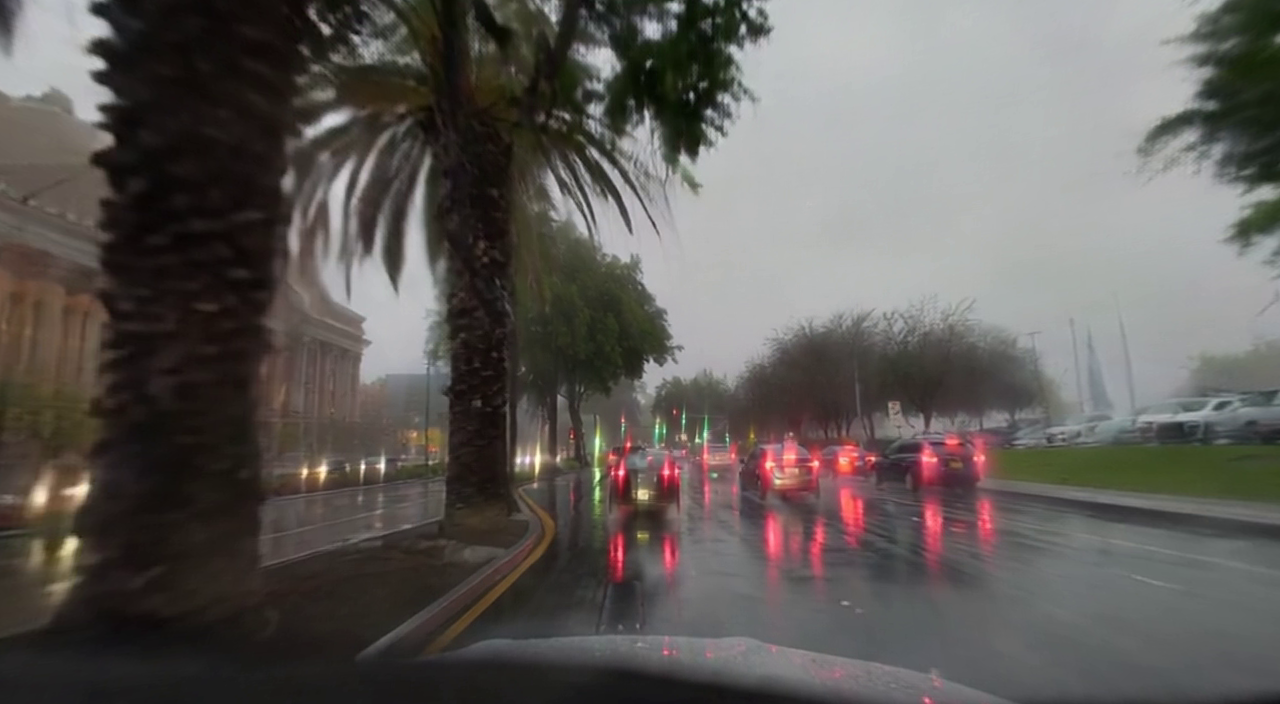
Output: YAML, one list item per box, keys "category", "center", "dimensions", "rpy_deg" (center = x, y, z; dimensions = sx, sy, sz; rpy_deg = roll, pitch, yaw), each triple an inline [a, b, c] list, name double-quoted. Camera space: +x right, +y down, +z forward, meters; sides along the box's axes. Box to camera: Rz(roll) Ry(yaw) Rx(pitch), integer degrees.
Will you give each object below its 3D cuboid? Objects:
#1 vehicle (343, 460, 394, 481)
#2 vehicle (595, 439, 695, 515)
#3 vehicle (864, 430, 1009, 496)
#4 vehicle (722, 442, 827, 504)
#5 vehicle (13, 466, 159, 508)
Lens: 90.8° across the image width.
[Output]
- category: "vehicle"
  center: [-20.960, 9.121, 48.937]
  dimensions: [1.856, 1.429, 4.672]
  rpy_deg: [0, -9, 0]
- category: "vehicle"
  center: [0.059, 2.832, 14.792]
  dimensions: [2.050, 1.521, 3.747]
  rpy_deg: [0, -9, -1]
- category: "vehicle"
  center: [8.620, 3.265, 18.955]
  dimensions: [1.994, 1.715, 4.777]
  rpy_deg: [0, -9, 0]
- category: "vehicle"
  center: [3.496, 3.209, 17.253]
  dimensions: [1.833, 1.465, 4.258]
  rpy_deg: [0, -9, -1]
- category: "vehicle"
  center: [-23.917, 5.808, 27.577]
  dimensions: [1.957, 1.493, 4.900]
  rpy_deg: [0, -9, 0]
